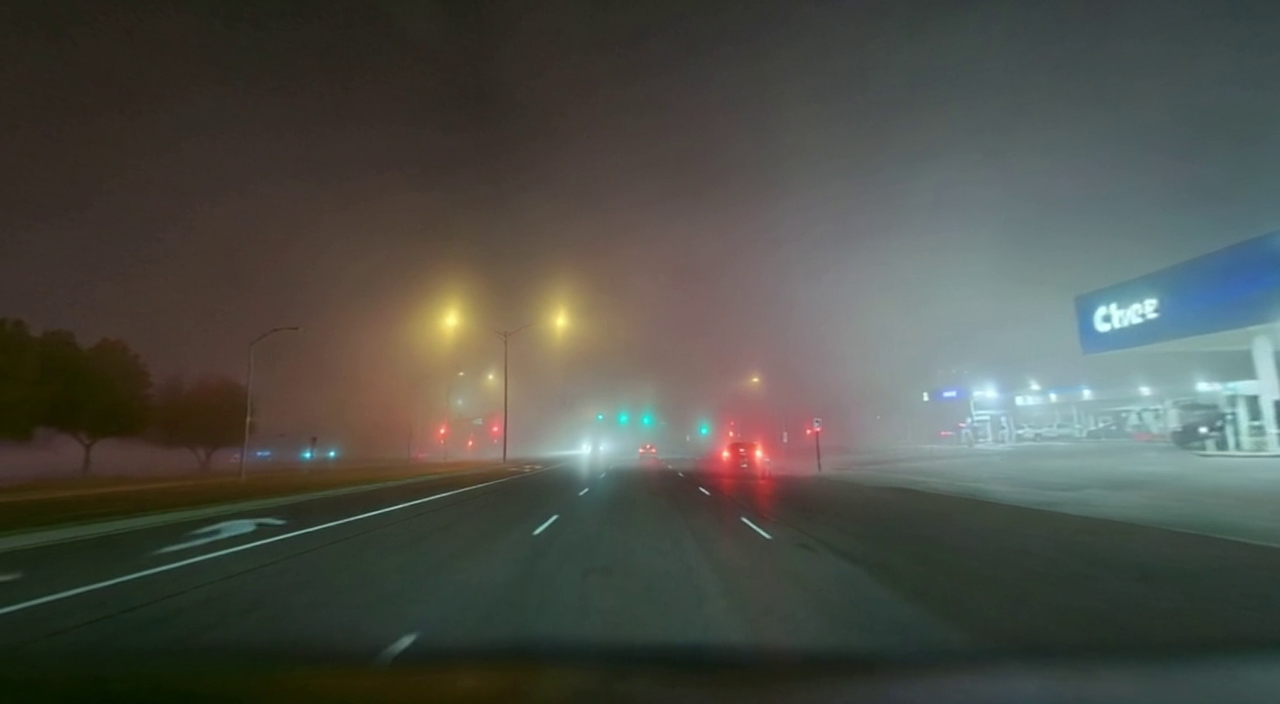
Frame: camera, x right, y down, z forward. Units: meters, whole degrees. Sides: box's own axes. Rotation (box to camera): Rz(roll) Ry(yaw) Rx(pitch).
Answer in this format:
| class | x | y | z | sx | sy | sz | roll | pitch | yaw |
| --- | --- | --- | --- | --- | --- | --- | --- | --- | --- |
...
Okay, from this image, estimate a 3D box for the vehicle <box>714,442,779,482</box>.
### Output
| class | x | y | z | sx | sy | sz | roll | pitch | yaw |
| --- | --- | --- | --- | --- | --- | --- | --- | --- | --- |
| vehicle | 4.203 | 4.412 | 25.737 | 2.113 | 1.470 | 4.867 | -1 | -8 | 4 |
